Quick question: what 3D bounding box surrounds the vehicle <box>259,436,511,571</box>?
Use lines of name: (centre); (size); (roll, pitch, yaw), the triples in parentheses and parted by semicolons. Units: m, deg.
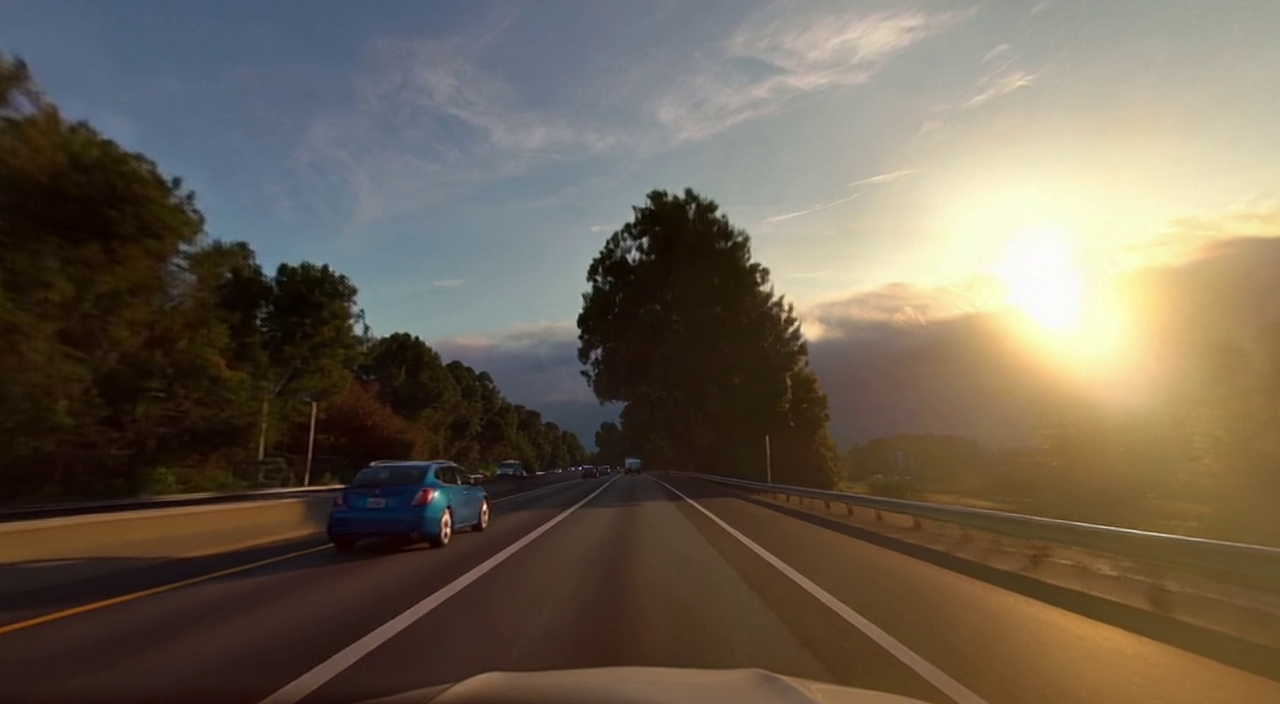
vehicle: (-3.714, 2.355, 10.389); (2.123, 1.666, 4.709); (1, -10, 0)
